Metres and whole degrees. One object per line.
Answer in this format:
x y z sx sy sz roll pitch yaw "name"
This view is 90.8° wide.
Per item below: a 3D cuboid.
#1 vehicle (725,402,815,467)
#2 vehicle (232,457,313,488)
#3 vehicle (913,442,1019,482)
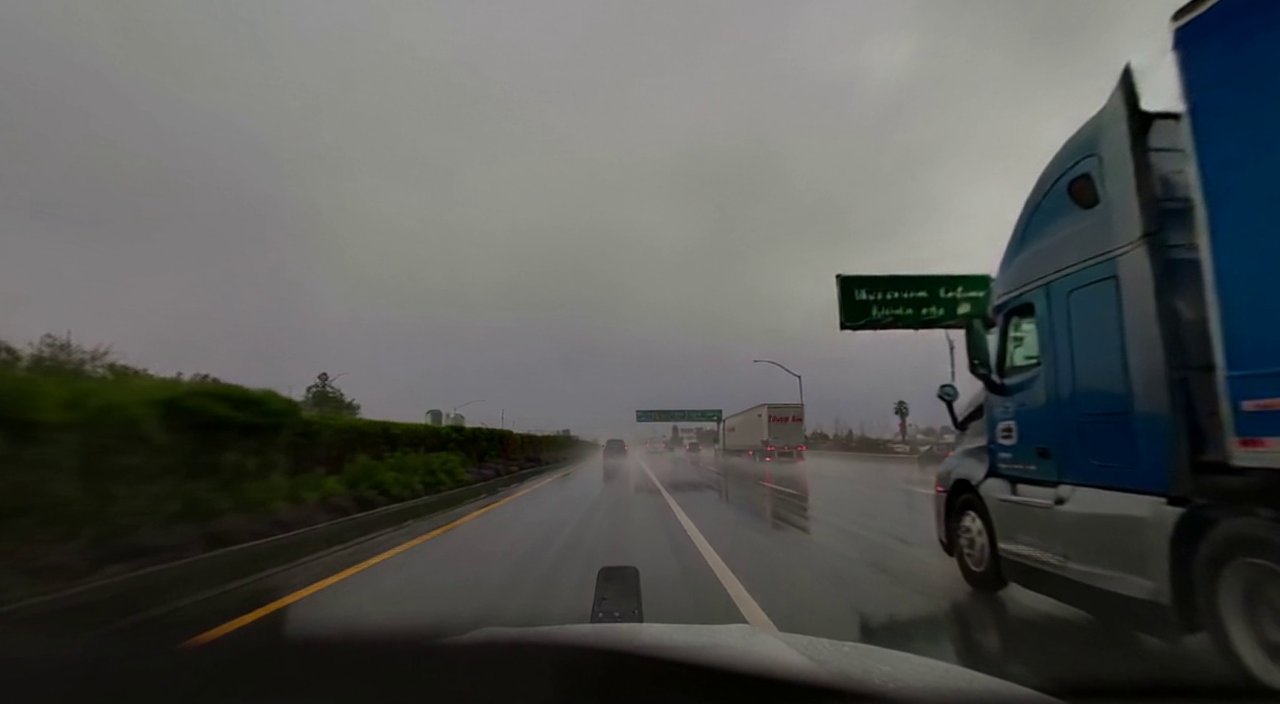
9.414 6.482 48.651 2.892 4.128 16.495 0 -9 -2 "vehicle"
-20.891 6.839 36.159 1.898 1.587 4.566 0 -9 -1 "vehicle"
13.166 4.448 25.855 1.862 1.462 4.459 0 -9 -2 "vehicle"
